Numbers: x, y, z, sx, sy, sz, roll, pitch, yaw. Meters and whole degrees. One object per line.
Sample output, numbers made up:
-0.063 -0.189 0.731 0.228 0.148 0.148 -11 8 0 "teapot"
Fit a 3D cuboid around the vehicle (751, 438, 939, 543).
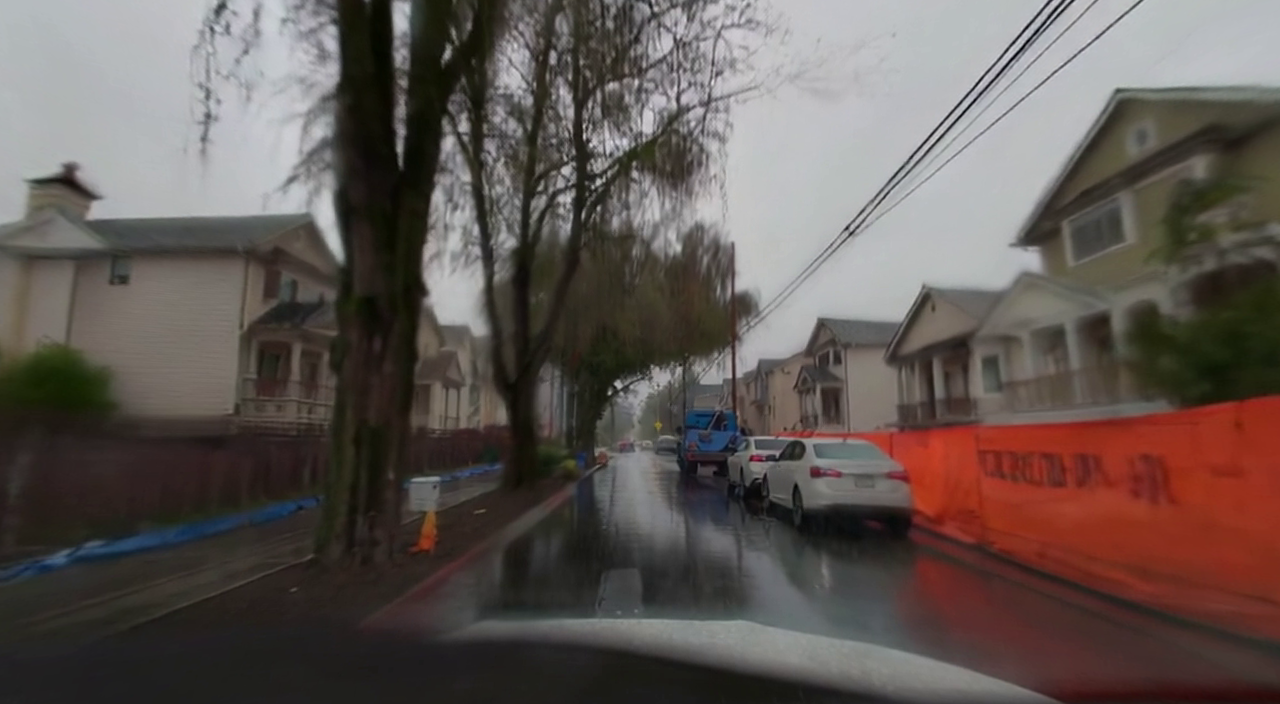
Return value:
3.248 2.222 10.967 1.805 1.436 4.201 0 -8 -1 "vehicle"
